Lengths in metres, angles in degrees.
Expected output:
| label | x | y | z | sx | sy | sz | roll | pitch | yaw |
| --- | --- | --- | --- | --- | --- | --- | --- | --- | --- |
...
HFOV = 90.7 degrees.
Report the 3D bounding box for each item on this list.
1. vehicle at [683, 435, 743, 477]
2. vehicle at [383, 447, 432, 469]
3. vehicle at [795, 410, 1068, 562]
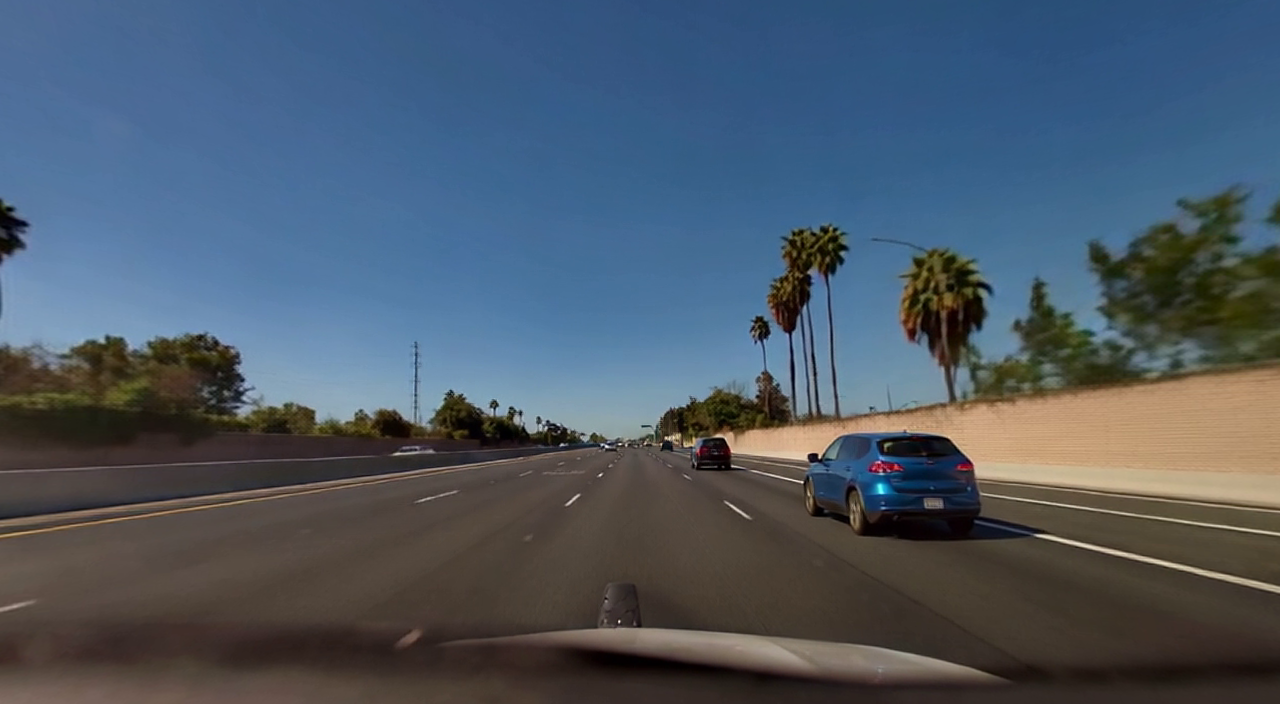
| label | x | y | z | sx | sy | sz | roll | pitch | yaw |
| --- | --- | --- | --- | --- | --- | --- | --- | --- | --- |
| vehicle | 3.123 | 4.604 | 28.149 | 2.045 | 1.688 | 4.313 | 0 | -9 | -2 |
| vehicle | -15.694 | 7.152 | 42.930 | 1.728 | 1.444 | 4.342 | 0 | -9 | 0 |
| vehicle | 3.812 | 1.817 | 9.289 | 1.910 | 1.696 | 4.187 | 0 | -9 | -1 |
